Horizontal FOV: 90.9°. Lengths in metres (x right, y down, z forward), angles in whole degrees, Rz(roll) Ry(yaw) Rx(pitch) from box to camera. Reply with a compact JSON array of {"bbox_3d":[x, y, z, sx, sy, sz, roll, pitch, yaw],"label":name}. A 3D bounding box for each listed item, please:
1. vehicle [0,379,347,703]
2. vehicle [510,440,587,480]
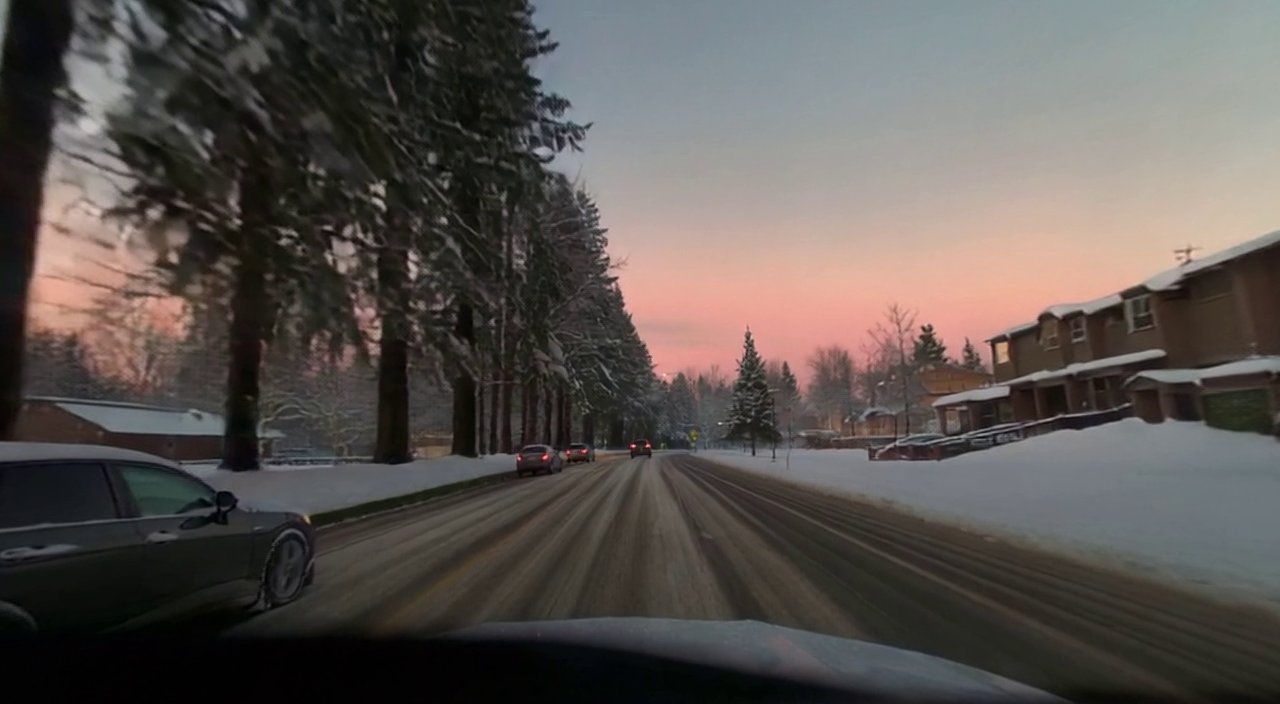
[{"bbox_3d":[-4.113,1.028,3.809,2.190,1.545,4.943,0,-8,2],"label":"vehicle"},{"bbox_3d":[-3.565,4.316,25.543,2.188,1.473,4.651,-1,-8,3],"label":"vehicle"}]
